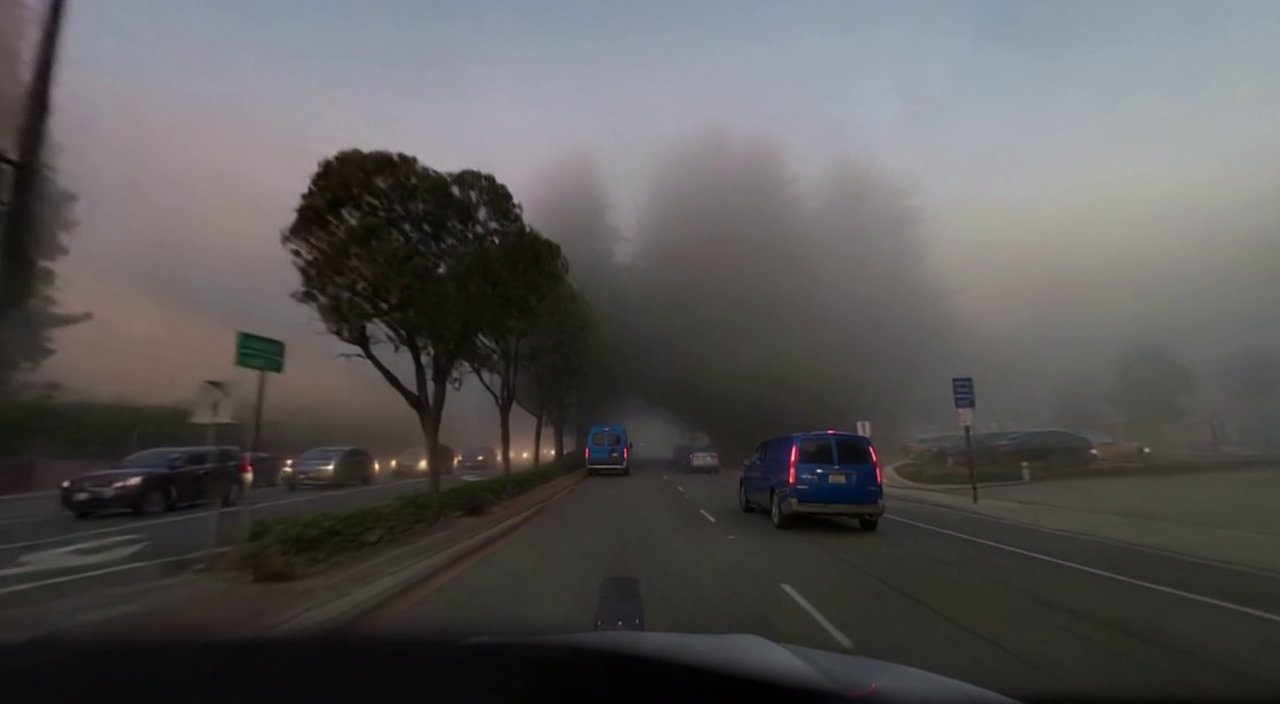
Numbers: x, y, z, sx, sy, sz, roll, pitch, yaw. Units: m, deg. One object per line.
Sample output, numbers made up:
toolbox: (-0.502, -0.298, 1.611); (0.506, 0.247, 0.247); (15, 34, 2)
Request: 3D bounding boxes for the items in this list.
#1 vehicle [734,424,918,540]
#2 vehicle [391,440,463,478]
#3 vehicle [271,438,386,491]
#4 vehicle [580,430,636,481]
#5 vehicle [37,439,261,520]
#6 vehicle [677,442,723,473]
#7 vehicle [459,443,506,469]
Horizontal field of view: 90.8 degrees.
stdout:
vehicle: (3.037, 2.218, 11.359); (1.965, 1.671, 4.146); (0, -9, -1)
vehicle: (-11.073, 5.576, 33.273); (2.091, 1.806, 4.859); (0, -9, 0)
vehicle: (-10.936, 3.965, 22.546); (1.988, 1.689, 4.047); (0, -9, 1)
vehicle: (-1.303, 4.568, 28.051); (2.228, 2.054, 4.309); (0, -9, 1)
vehicle: (-11.232, 2.912, 14.941); (1.956, 1.625, 4.123); (0, -9, 0)
vehicle: (3.455, 6.215, 37.350); (2.248, 1.692, 4.252); (0, -9, -1)
vehicle: (-11.204, 7.410, 45.213); (2.192, 1.754, 4.569); (0, -9, 0)
